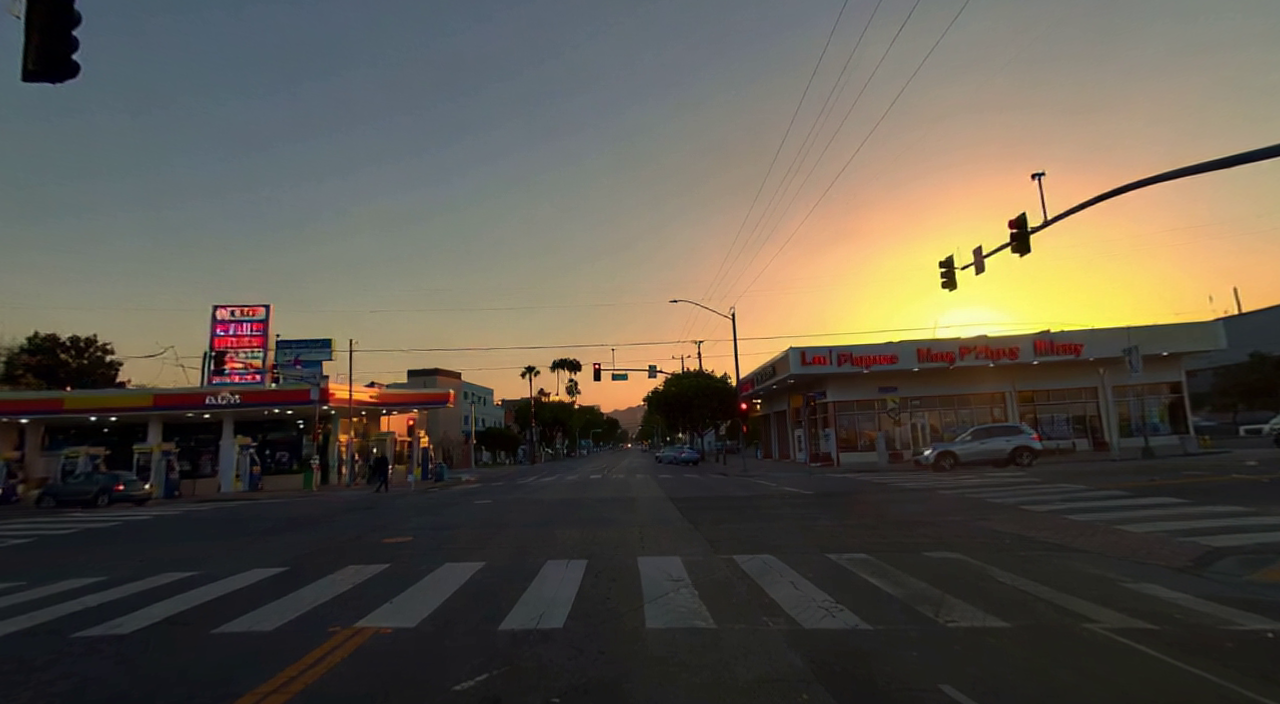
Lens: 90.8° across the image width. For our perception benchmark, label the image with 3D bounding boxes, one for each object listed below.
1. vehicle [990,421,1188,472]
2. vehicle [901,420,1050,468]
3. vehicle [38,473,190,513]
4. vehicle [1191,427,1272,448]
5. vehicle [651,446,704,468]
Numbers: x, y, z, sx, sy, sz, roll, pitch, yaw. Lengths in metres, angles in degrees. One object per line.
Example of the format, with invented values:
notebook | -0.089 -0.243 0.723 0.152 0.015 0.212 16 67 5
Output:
vehicle | 14.364 3.096 20.622 4.835 1.487 1.913 -4 -9 20
vehicle | 13.034 3.646 24.948 4.916 1.730 1.986 -4 -9 21
vehicle | -21.283 5.690 25.665 4.676 1.463 1.909 -1 -8 6
vehicle | 42.041 6.062 44.909 4.347 1.446 1.777 1 -9 -9
vehicle | 2.627 7.527 45.623 1.969 1.491 4.612 3 -9 -23
